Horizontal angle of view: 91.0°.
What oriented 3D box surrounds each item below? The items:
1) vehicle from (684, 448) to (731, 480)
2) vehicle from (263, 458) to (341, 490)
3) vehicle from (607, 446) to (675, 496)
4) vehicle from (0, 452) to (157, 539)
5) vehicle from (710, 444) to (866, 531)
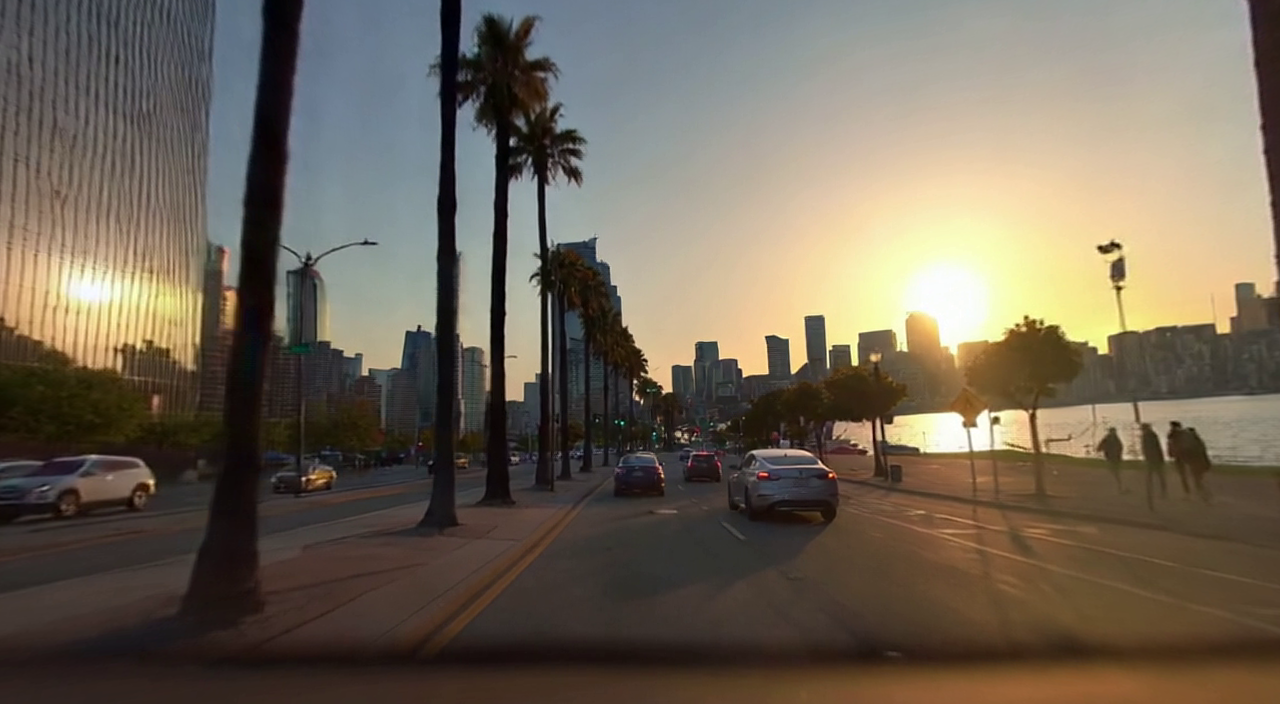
[{"bbox_3d":[3.366,5.659,32.021,2.115,1.500,3.524,0,-9,2],"label":"vehicle"},{"bbox_3d":[-18.102,6.516,33.896,1.887,1.569,4.014,0,-9,1],"label":"vehicle"},{"bbox_3d":[0.079,3.958,21.266,2.077,1.518,3.760,0,-9,2],"label":"vehicle"},{"bbox_3d":[-14.740,3.367,15.294,2.104,1.802,4.852,0,-9,0],"label":"vehicle"},{"bbox_3d":[2.894,2.773,13.625,2.051,1.509,4.933,0,-9,-1],"label":"vehicle"}]
